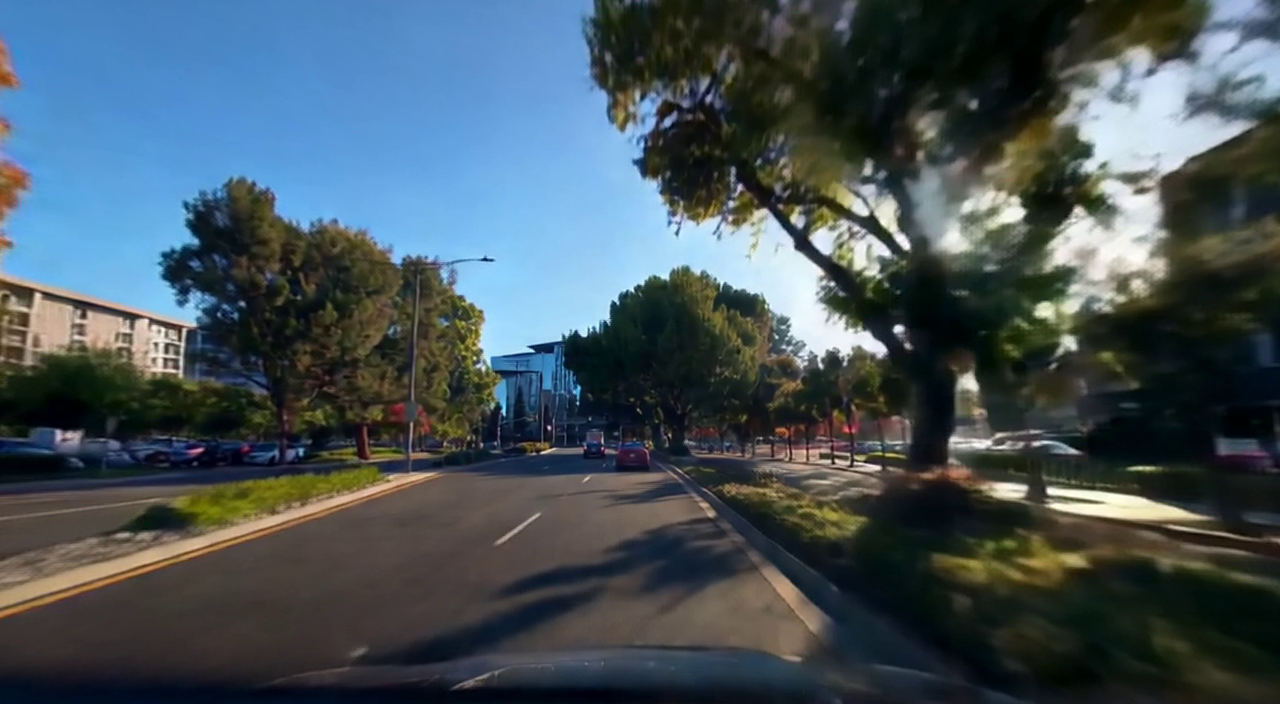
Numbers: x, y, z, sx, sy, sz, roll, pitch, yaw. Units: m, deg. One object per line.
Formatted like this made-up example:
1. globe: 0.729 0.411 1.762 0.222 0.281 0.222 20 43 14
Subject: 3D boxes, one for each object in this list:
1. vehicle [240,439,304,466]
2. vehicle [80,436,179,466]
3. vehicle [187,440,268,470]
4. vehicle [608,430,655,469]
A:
1. vehicle: -27.203 7.447 46.915 1.978 1.835 4.932 0 -8 -3
2. vehicle: -35.357 6.898 44.013 2.181 1.913 5.591 0 -9 0
3. vehicle: -26.926 6.698 41.435 1.992 1.798 4.987 0 -8 -1
4. vehicle: -0.416 5.028 32.671 2.260 1.872 4.578 0 -8 0
